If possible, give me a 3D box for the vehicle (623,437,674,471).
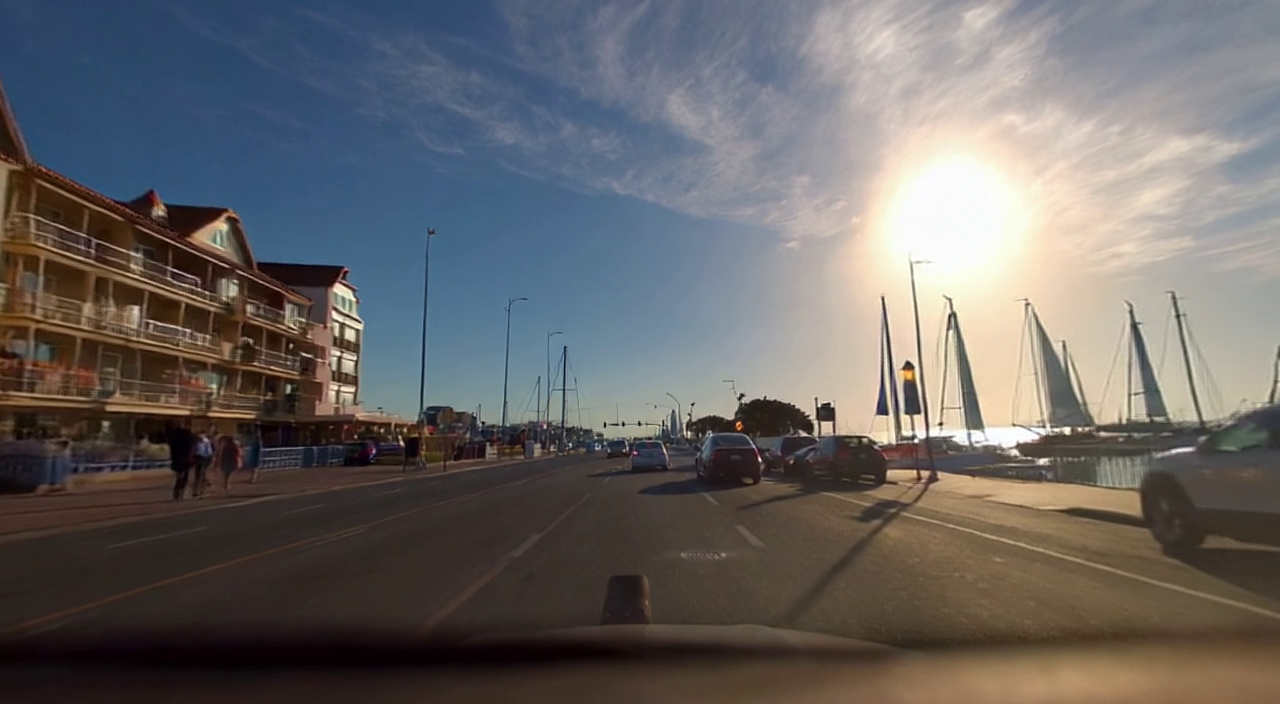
[{"bbox_3d":[0.425,4.855,30.161,2.284,1.496,3.949,-1,-8,1],"label":"vehicle"}]

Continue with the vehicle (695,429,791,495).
[{"bbox_3d":[2.778,3.063,17.932,2.047,1.640,4.051,-1,-8,0],"label":"vehicle"}]

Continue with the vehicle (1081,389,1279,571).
[{"bbox_3d":[7.757,1.385,6.962,2.056,1.896,5.062,0,-8,0],"label":"vehicle"}]

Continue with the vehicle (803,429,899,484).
[{"bbox_3d":[7.828,3.899,23.867,1.969,1.852,4.513,0,-8,-1],"label":"vehicle"}]
